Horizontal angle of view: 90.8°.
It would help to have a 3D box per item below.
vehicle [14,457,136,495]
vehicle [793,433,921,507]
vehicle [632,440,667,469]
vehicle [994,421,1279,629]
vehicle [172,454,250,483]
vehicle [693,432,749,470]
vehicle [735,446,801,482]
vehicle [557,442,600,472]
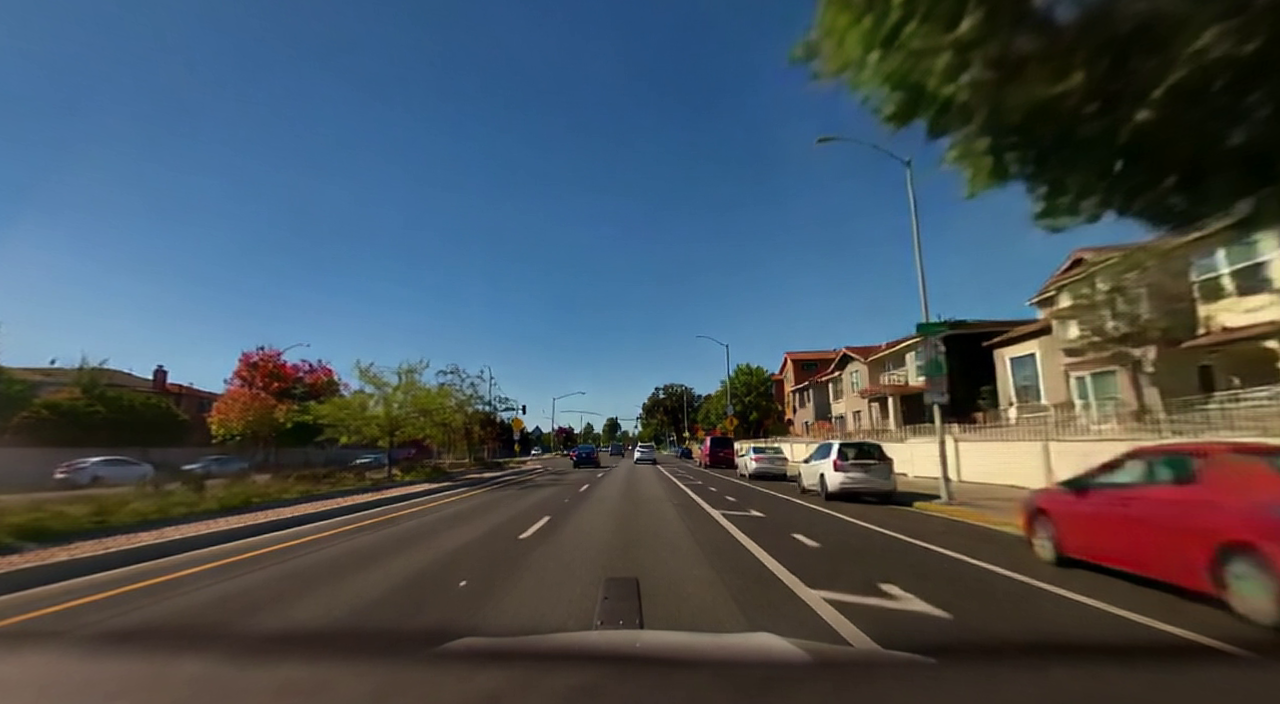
[{"bbox_3d":[-25.899,5.660,29.162,1.855,1.552,4.092,0,-9,-1],"label":"vehicle"},{"bbox_3d":[5.764,3.191,17.504,2.020,1.762,4.559,0,-9,2],"label":"vehicle"},{"bbox_3d":[0.590,7.106,43.812,2.273,1.851,5.075,0,-9,-1],"label":"vehicle"},{"bbox_3d":[5.868,1.568,6.362,1.900,1.611,4.320,0,-9,-3],"label":"vehicle"},{"bbox_3d":[-25.678,6.969,37.994,1.794,1.595,4.123,0,-9,0],"label":"vehicle"},{"bbox_3d":[5.369,6.761,43.410,2.763,2.329,7.864,0,-9,0],"label":"vehicle"},{"bbox_3d":[5.719,5.056,28.868,1.910,1.520,4.375,0,-9,-3],"label":"vehicle"},{"bbox_3d":[-3.814,6.658,40.201,2.233,1.775,4.491,0,-9,1],"label":"vehicle"}]
